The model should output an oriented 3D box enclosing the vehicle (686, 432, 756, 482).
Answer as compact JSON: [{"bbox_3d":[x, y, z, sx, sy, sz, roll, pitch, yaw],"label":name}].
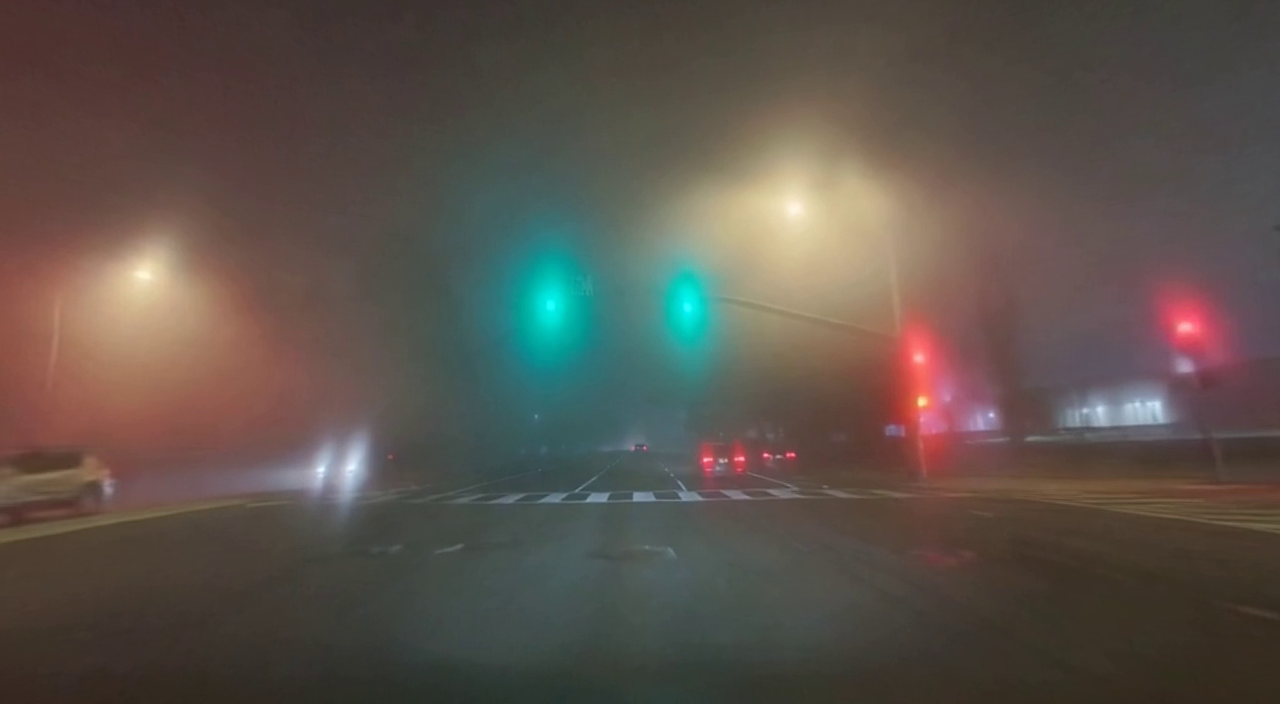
[{"bbox_3d":[3.102,4.120,25.089,2.069,1.761,4.610,0,-8,-1],"label":"vehicle"}]

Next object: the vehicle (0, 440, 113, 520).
[{"bbox_3d":[-15.440,2.970,14.871,2.021,1.786,4.624,0,-8,0],"label":"vehicle"}]

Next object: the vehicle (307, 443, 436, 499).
[{"bbox_3d":[-7.967,3.536,19.313,1.963,1.472,4.584,0,-8,-1],"label":"vehicle"}]

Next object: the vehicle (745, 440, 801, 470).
[{"bbox_3d":[7.125,5.571,34.460,2.007,1.491,4.815,0,-8,0],"label":"vehicle"}]
